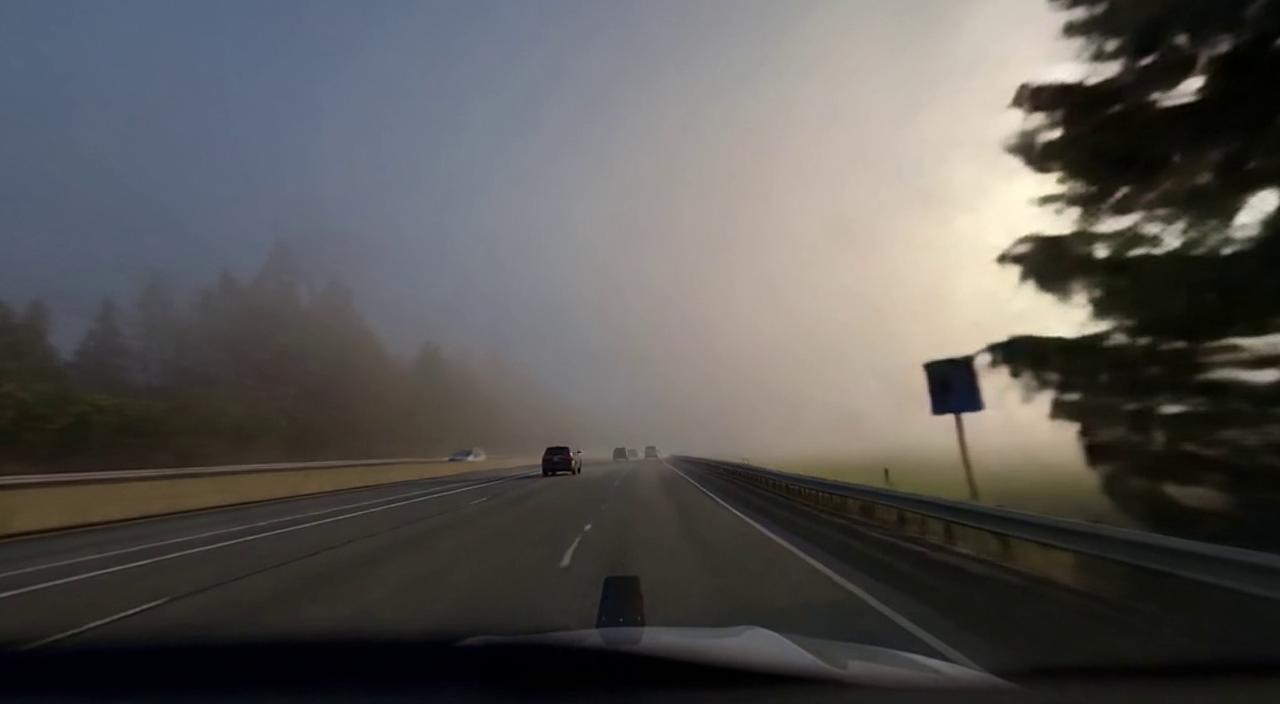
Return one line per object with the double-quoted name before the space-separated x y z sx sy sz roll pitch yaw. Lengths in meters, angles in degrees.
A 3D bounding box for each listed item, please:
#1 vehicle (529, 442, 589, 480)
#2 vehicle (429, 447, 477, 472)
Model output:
"vehicle" -3.863 5.295 30.908 2.188 1.692 4.623 0 -9 1
"vehicle" -11.693 6.743 39.706 1.801 1.459 3.745 0 -9 2
